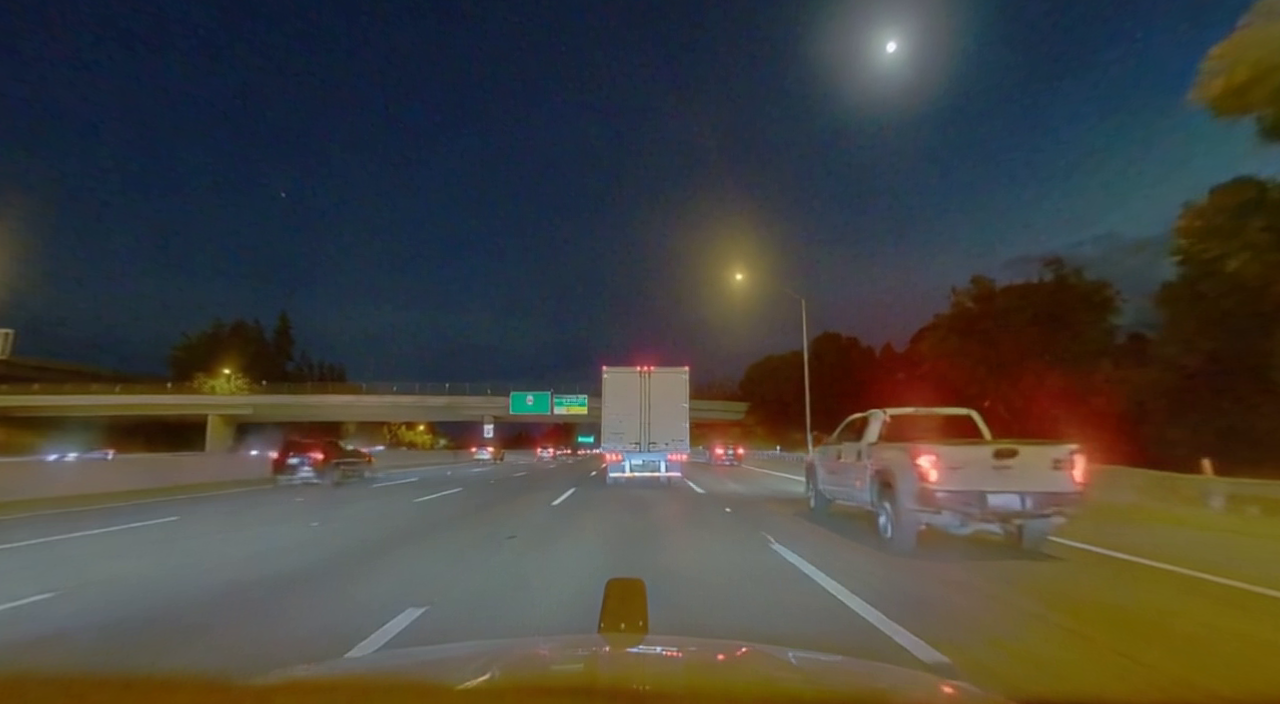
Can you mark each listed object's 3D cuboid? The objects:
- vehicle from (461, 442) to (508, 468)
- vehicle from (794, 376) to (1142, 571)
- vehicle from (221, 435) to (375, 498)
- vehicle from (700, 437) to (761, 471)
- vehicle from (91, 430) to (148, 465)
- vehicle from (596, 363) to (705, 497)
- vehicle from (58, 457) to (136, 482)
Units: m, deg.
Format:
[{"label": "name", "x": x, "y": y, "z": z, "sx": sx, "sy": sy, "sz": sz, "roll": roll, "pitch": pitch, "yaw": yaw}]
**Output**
[{"label": "vehicle", "x": -11.431, "y": 7.644, "z": 46.803, "sx": 2.217, "sy": 1.797, "sz": 5.226, "roll": 0, "pitch": -9, "yaw": -1}, {"label": "vehicle", "x": 3.944, "y": 1.599, "z": 8.970, "sx": 2.174, "sy": 1.968, "sz": 5.016, "roll": 0, "pitch": -9, "yaw": -1}, {"label": "vehicle", "x": -10.656, "y": 3.582, "z": 20.247, "sx": 2.119, "sy": 1.747, "sz": 5.121, "roll": 0, "pitch": -9, "yaw": -1}, {"label": "vehicle", "x": 4.279, "y": 4.919, "z": 30.634, "sx": 2.108, "sy": 1.508, "sz": 4.744, "roll": 0, "pitch": -9, "yaw": -2}, {"label": "vehicle", "x": -38.102, "y": 7.007, "z": 46.230, "sx": 1.815, "sy": 2.506, "sz": 2.461, "roll": 0, "pitch": -8, "yaw": -1}, {"label": "vehicle", "x": 0.069, "y": 2.886, "z": 22.431, "sx": 2.916, "sy": 3.584, "sz": 10.841, "roll": 0, "pitch": -9, "yaw": -2}, {"label": "vehicle", "x": -33.527, "y": 7.239, "z": 39.070, "sx": 1.619, "sy": 1.395, "sz": 3.677, "roll": 0, "pitch": -9, "yaw": -2}]
